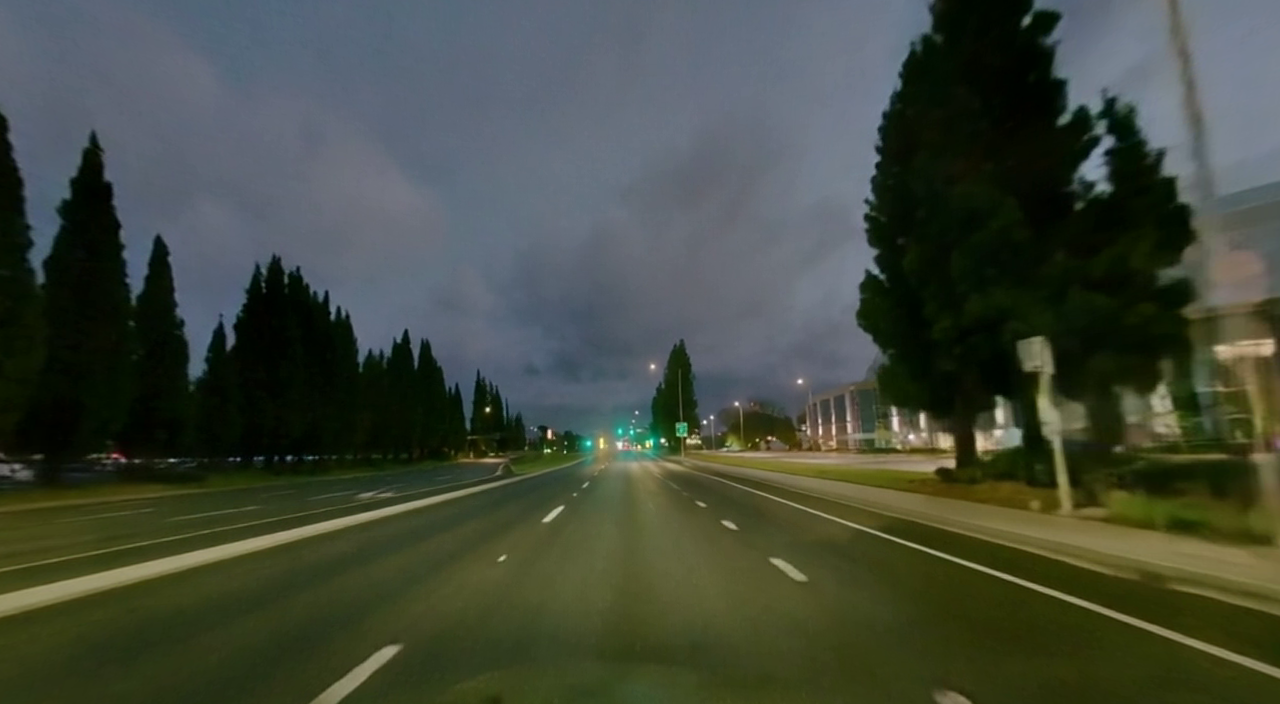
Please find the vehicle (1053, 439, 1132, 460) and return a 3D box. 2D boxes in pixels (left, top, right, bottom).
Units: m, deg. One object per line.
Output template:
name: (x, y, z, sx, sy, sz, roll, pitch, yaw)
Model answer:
vehicle: (32.688, 7.023, 45.677, 4.210, 1.450, 1.885, 0, -8, 0)
